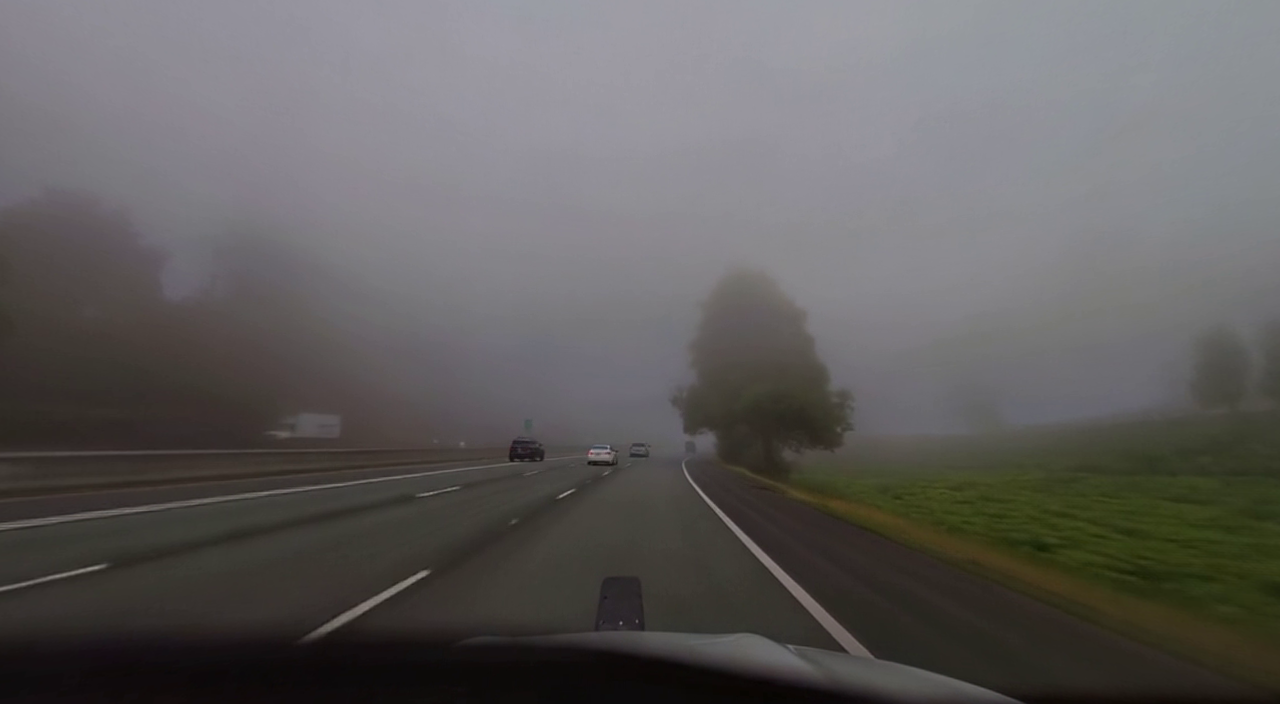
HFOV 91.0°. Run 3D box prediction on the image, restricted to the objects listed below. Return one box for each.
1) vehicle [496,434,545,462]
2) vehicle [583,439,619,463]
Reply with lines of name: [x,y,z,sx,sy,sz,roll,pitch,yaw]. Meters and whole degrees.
vehicle: [-9.057,7.314,48.130,2.264,1.980,5.574,0,-9,4]
vehicle: [-2.758,7.129,45.387,2.035,1.673,4.469,0,-9,4]
